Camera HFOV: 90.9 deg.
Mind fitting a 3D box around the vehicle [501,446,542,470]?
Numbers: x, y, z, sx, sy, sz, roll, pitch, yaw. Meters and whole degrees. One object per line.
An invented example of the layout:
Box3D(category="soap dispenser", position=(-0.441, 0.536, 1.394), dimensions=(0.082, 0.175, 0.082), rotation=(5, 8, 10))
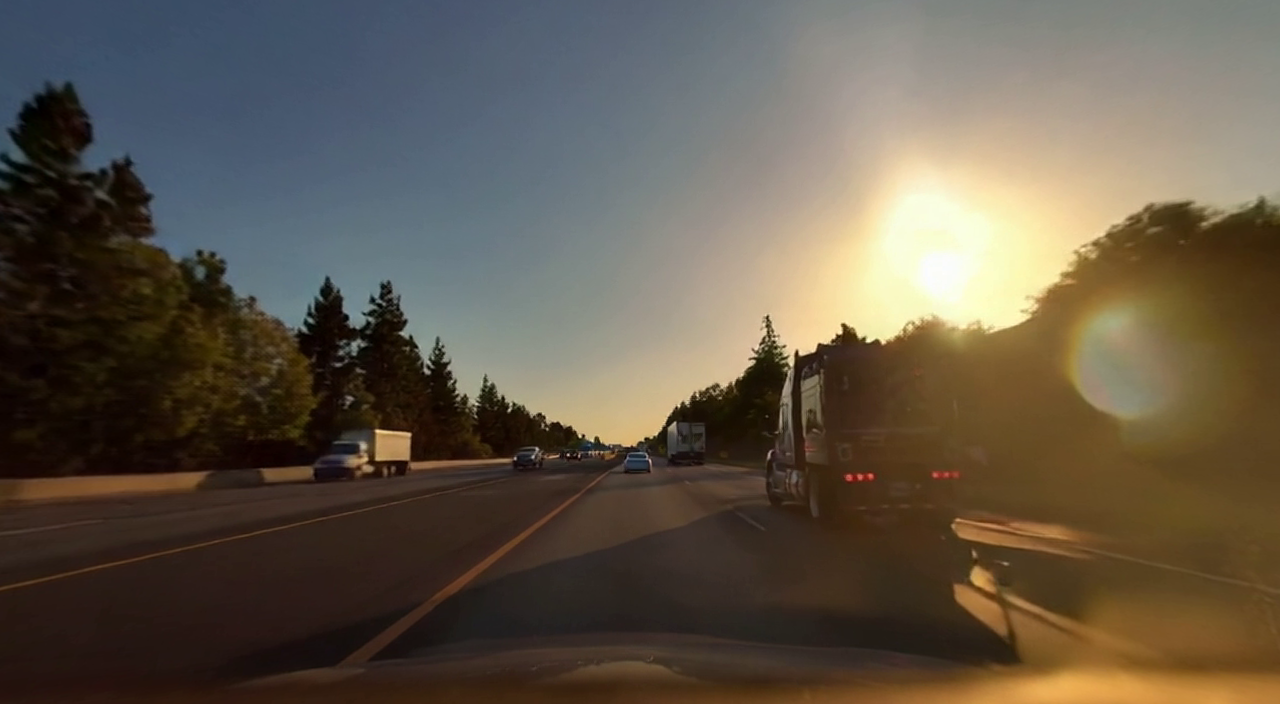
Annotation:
Box3D(category="vehicle", position=(-8.281, 7.454, 44.422), dimensions=(2.034, 1.621, 4.525), rotation=(0, -9, 0))

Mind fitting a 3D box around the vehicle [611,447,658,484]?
Box3D(category="vehicle", position=(-0.223, 4.883, 27.412), dimensions=(1.939, 1.495, 3.612), rotation=(0, -9, 0))

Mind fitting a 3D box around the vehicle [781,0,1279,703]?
Box3D(category="vehicle", position=(4.619, 0.313, 6.647), dimensions=(2.842, 4.060, 13.939), rotation=(0, -9, -1))

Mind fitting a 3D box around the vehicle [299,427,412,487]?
Box3D(category="vehicle", position=(-13.239, 4.966, 30.012), dimensions=(2.255, 2.511, 6.577), rotation=(0, -9, 0))
